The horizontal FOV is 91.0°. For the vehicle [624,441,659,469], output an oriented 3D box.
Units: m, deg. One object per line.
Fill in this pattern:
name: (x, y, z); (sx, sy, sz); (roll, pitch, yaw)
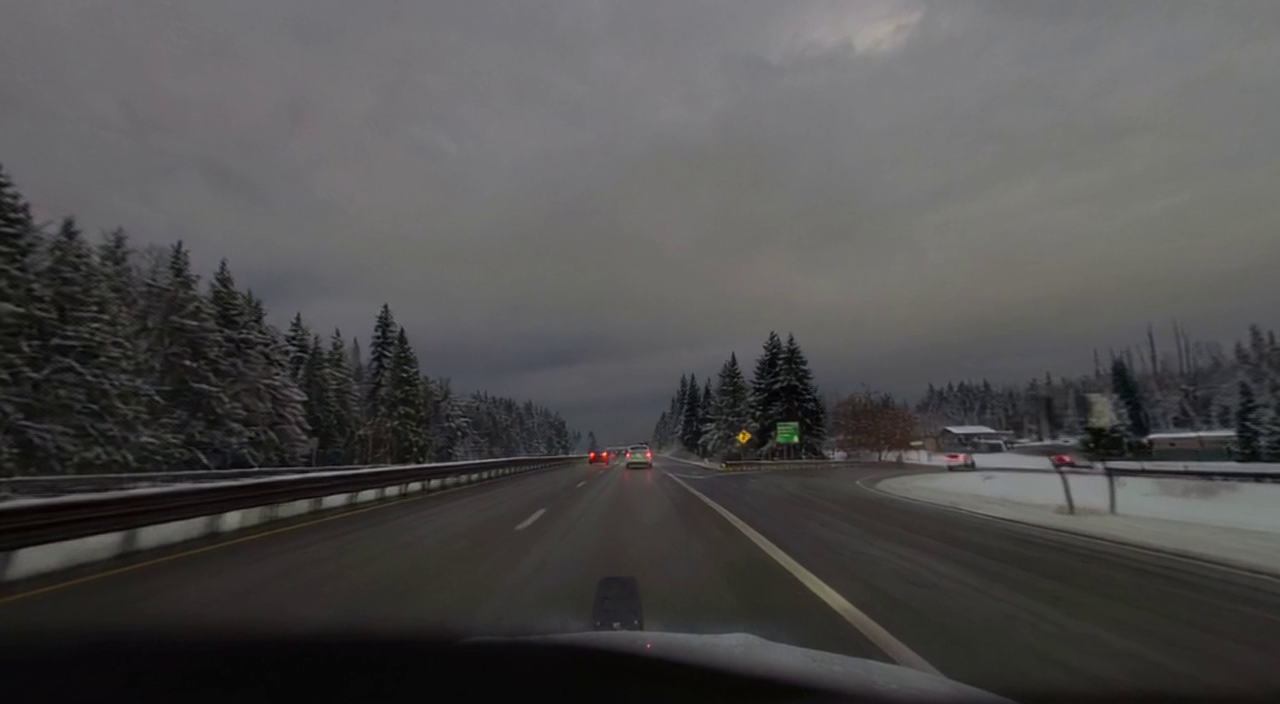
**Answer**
vehicle: (0.066, 6.426, 39.540); (2.130, 1.684, 3.826); (0, -8, 0)
